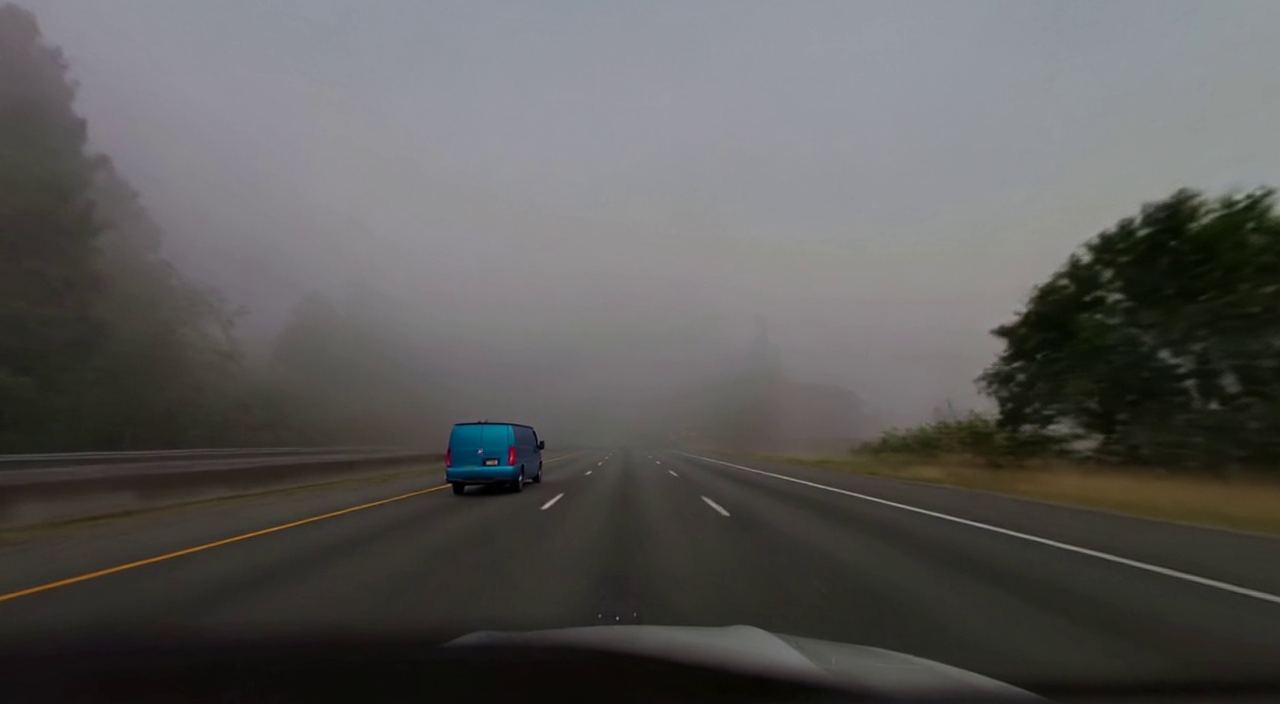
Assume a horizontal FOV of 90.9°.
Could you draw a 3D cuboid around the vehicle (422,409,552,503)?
[{"bbox_3d":[-3.666,2.588,16.153,2.297,2.011,4.736,0,-8,-2],"label":"vehicle"}]
